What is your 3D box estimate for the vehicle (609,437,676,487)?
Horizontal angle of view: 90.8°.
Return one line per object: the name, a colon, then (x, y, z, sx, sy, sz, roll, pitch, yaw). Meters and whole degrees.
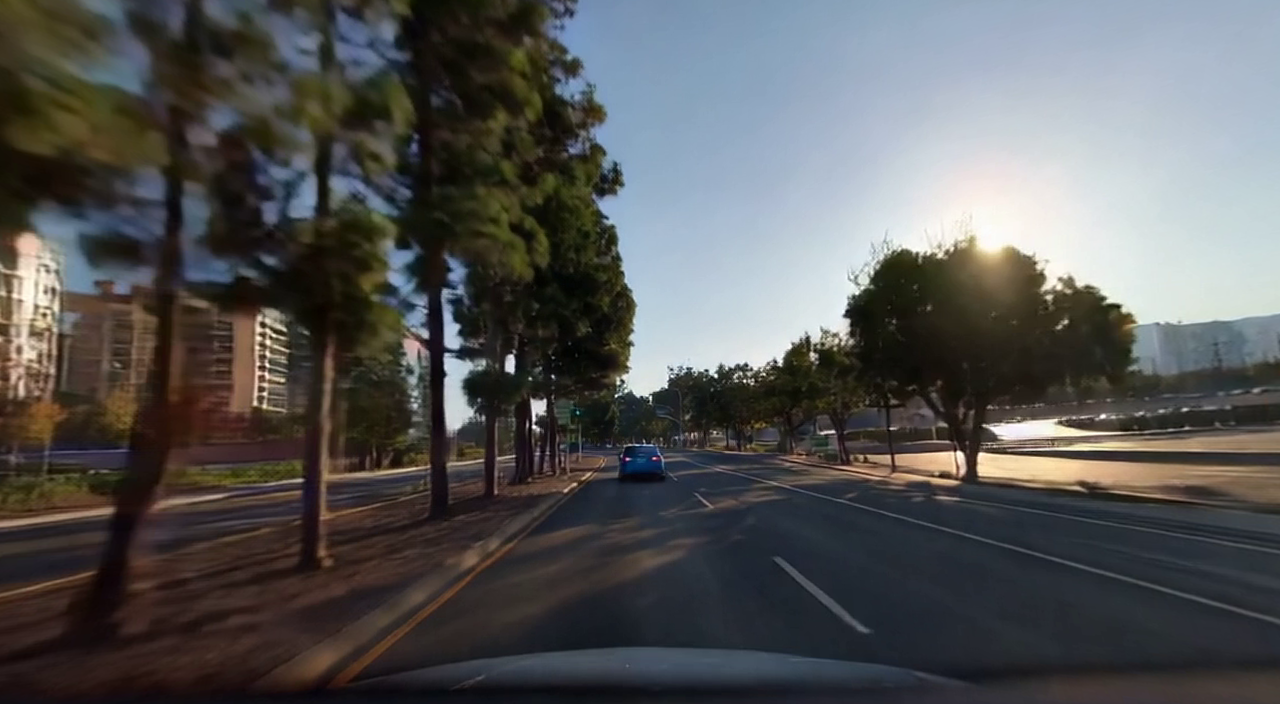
vehicle: (0.020, 3.699, 21.571, 2.042, 1.479, 4.601, 0, -8, -1)
